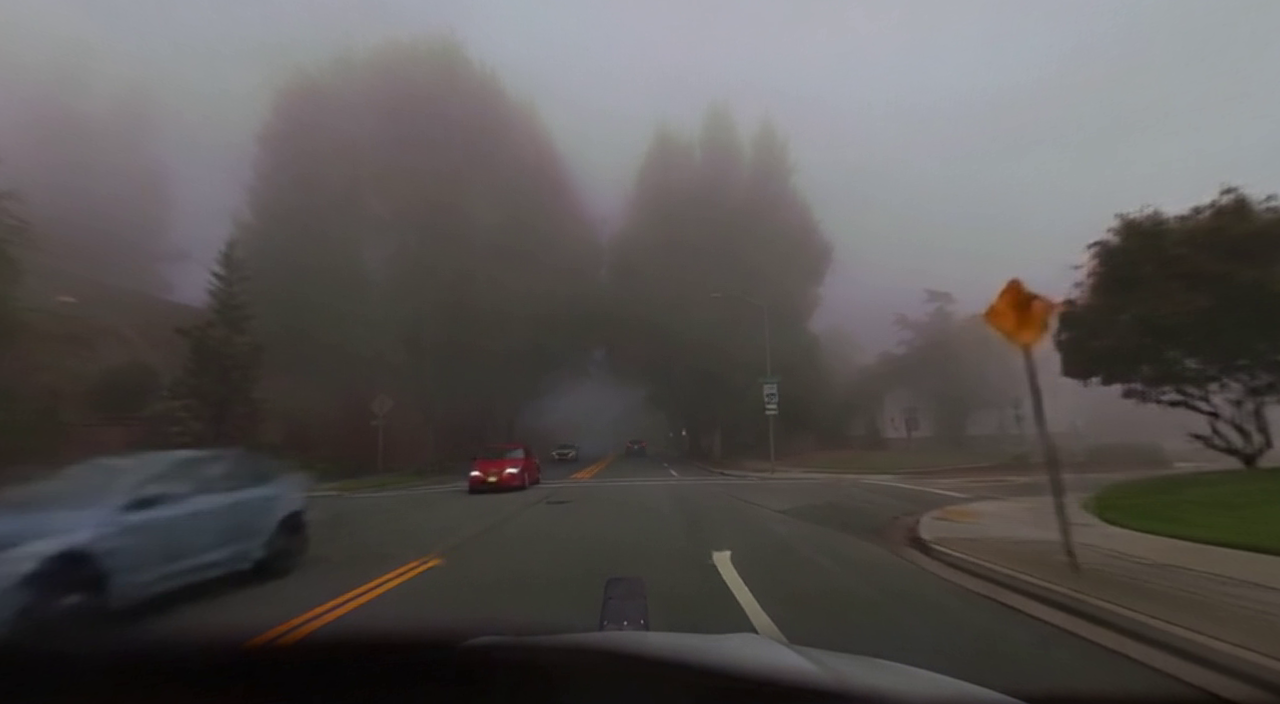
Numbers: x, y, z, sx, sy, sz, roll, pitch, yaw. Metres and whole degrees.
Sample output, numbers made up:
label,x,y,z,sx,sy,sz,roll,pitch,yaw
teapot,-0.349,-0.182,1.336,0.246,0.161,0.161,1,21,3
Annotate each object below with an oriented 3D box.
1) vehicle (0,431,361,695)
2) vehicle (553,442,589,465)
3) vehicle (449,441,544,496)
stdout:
label,x,y,z,sx,sy,sz,roll,pitch,yaw
vehicle,-4.476,1.518,5.797,1.862,1.491,4.266,0,-8,0
vehicle,-4.706,6.948,43.329,1.938,1.519,4.227,0,-8,0
vehicle,-4.381,3.588,19.940,1.979,1.532,4.212,0,-8,0
